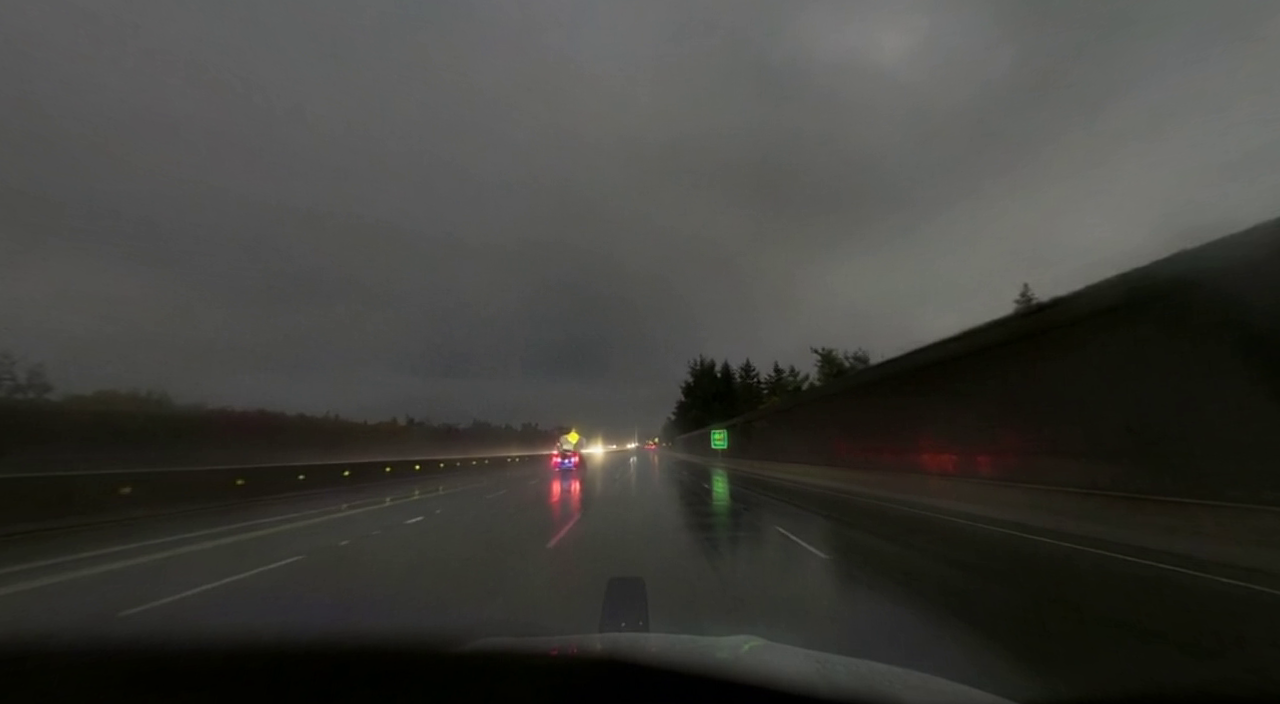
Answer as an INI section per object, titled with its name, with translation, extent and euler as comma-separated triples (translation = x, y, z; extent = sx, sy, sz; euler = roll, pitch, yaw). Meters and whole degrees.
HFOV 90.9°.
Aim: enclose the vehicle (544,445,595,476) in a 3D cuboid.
[vehicle]
translation = -3.736, 5.858, 34.222
extent = 2.160, 1.552, 4.592
euler = 0, -9, 1
